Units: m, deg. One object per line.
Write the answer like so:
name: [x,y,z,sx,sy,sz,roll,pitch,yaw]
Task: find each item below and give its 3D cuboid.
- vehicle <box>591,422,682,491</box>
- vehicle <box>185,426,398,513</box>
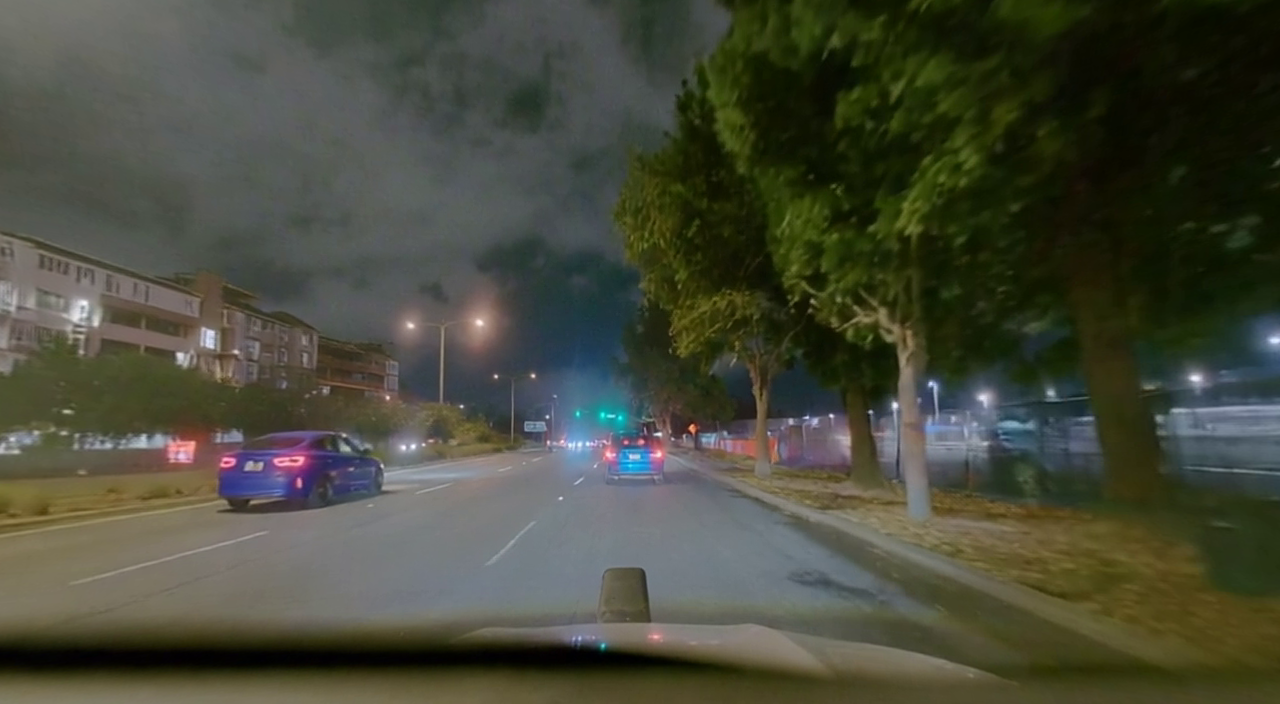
vehicle: [-0.168,2.842,17.540,2.227,1.654,4.091,0,-8,-2]
vehicle: [-6.837,2.309,13.055,1.877,1.479,4.430,0,-8,0]
